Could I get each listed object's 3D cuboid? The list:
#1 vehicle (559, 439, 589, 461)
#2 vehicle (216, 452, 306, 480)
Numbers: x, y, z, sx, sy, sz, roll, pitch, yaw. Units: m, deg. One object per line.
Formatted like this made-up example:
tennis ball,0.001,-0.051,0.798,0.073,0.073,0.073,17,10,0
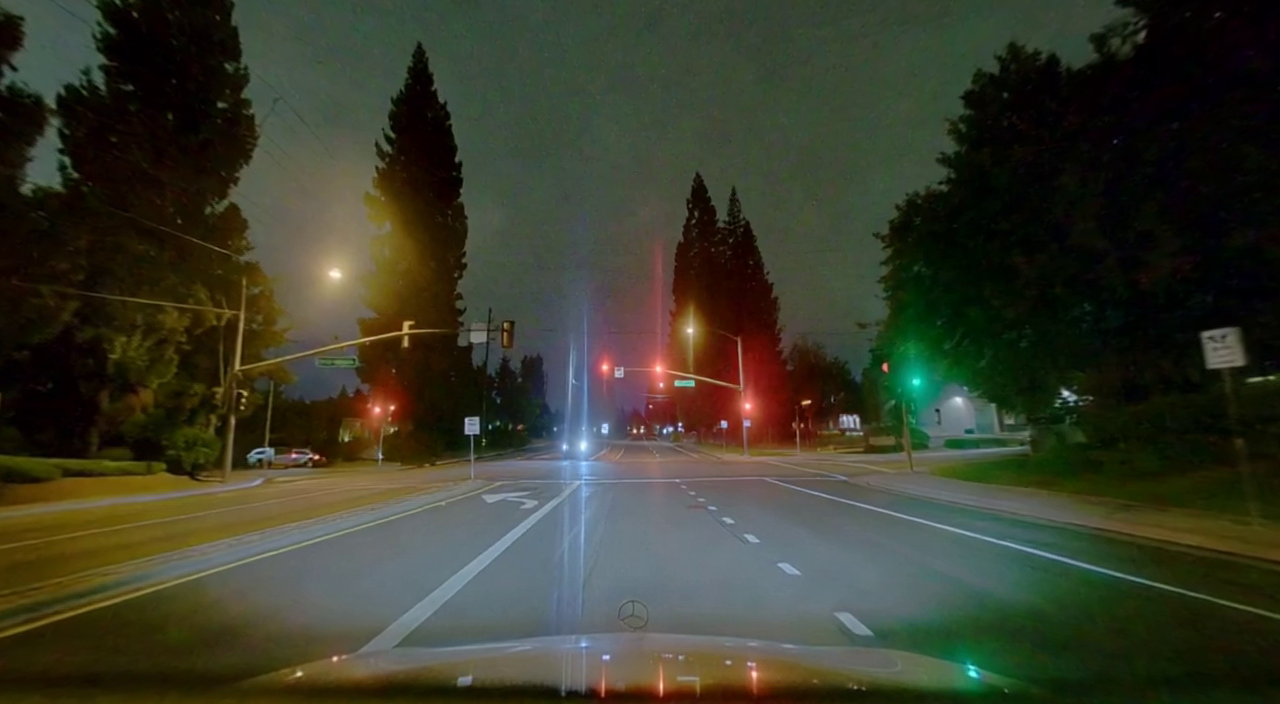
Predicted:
vehicle,-5.110,7.693,49.658,1.948,1.471,5.408,2,-7,-2
vehicle,-24.658,7.418,41.153,4.553,1.722,1.915,0,-8,-2
